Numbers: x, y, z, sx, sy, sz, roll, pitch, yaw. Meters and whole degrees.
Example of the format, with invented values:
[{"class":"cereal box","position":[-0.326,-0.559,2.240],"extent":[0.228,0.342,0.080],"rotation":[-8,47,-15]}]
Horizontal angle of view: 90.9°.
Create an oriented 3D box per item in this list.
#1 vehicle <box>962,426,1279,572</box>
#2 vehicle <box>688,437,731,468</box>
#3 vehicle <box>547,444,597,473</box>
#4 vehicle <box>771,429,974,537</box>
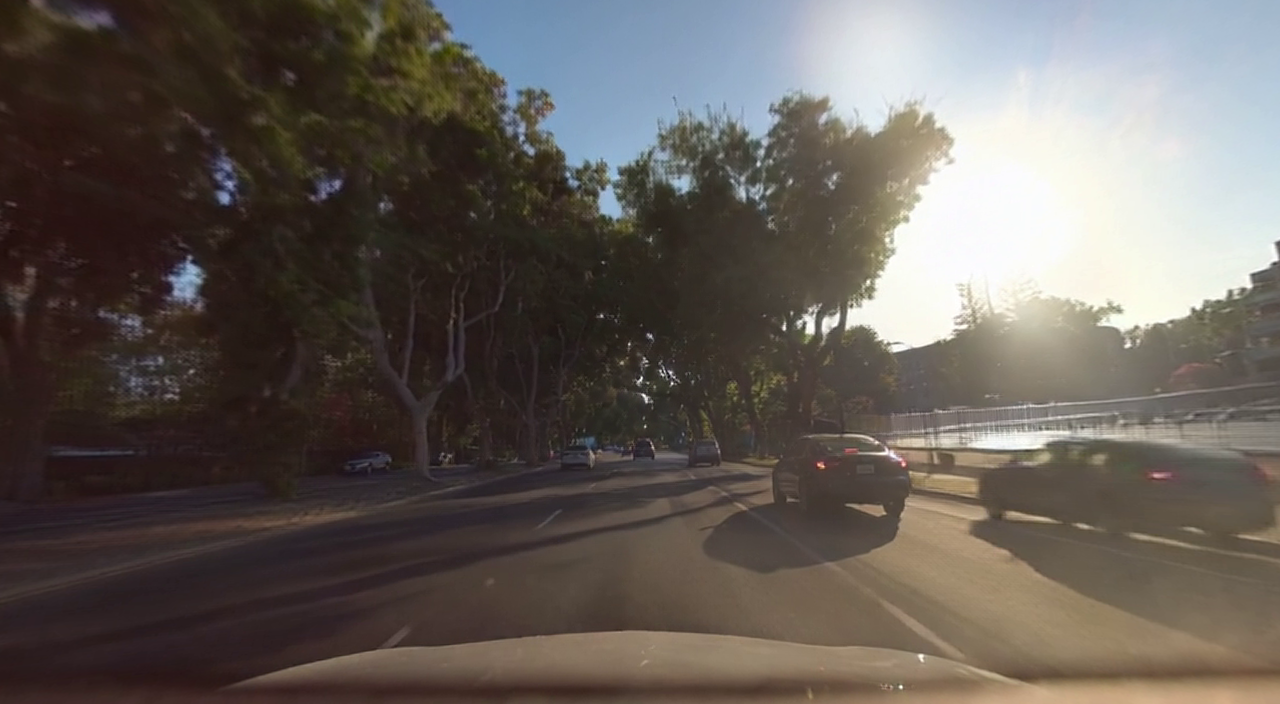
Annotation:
[{"class":"vehicle","position":[6.830,1.878,8.959],"extent":[2.040,1.509,4.618],"rotation":[0,-8,0]},{"class":"vehicle","position":[3.924,5.783,36.487],"extent":[1.980,1.709,4.367],"rotation":[0,-8,0]},{"class":"vehicle","position":[-3.299,5.227,31.199],"extent":[2.013,1.354,3.908],"rotation":[0,-8,1]},{"class":"vehicle","position":[3.716,2.150,11.019],"extent":[1.919,1.502,4.232],"rotation":[0,-8,0]}]
